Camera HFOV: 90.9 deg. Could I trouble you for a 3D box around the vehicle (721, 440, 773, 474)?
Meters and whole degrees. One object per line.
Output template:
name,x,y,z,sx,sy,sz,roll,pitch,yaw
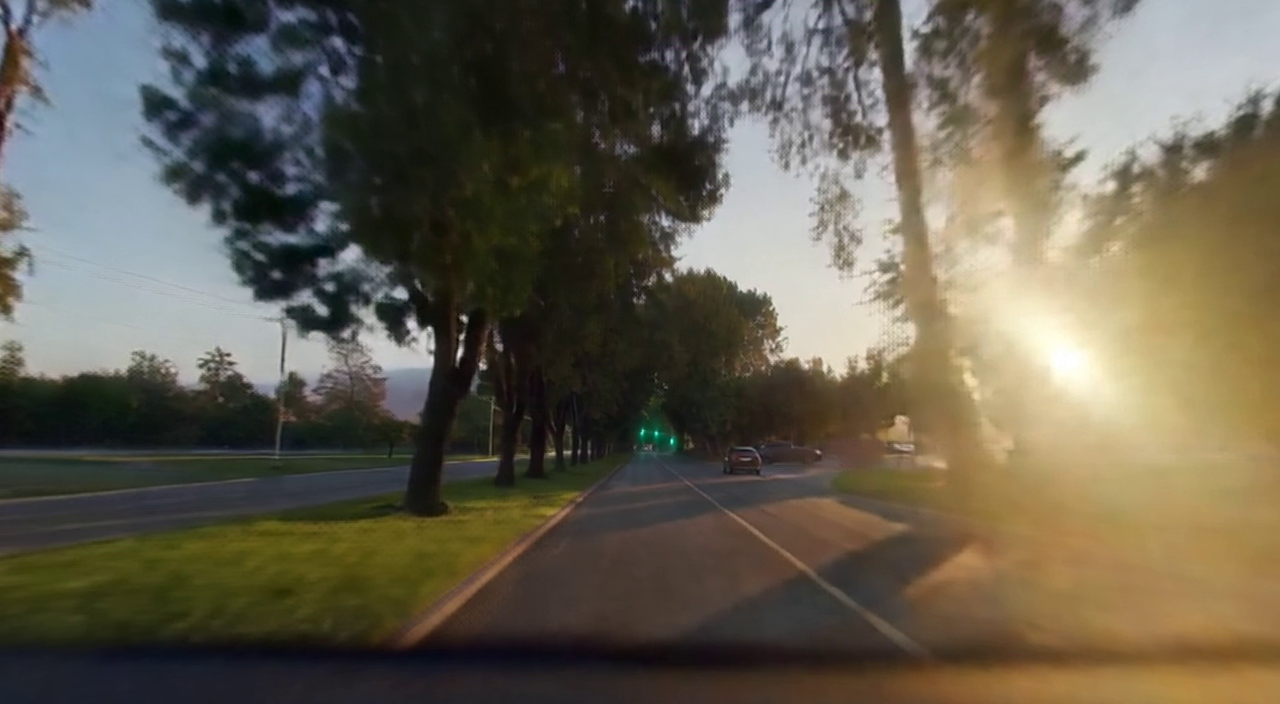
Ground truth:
vehicle,5.704,5.664,34.215,2.057,1.688,4.596,0,-8,0

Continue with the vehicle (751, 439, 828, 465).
vehicle,10.351,7.009,44.075,4.879,1.701,2.095,-1,-10,3
